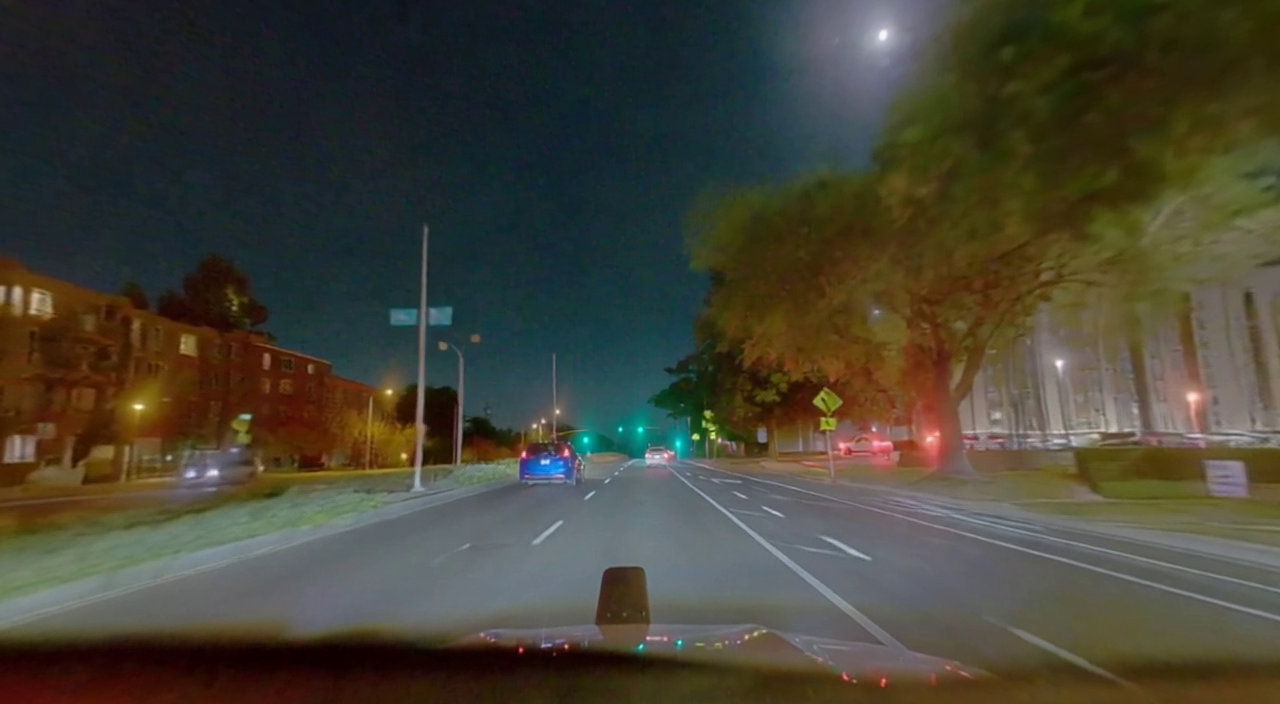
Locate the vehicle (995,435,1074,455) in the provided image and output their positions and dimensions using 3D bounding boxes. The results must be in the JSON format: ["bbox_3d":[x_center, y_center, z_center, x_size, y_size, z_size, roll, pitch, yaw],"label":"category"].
[{"bbox_3d":[29.016,6.868,46.430,4.479,1.470,1.823,-1,-9,2],"label":"vehicle"}]

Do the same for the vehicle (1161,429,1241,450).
[{"bbox_3d":[41.478,6.488,46.637,4.166,1.495,1.732,0,-10,0],"label":"vehicle"}]

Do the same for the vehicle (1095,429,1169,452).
[{"bbox_3d":[36.510,6.564,46.846,4.045,1.426,1.701,-2,-5,1],"label":"vehicle"}]

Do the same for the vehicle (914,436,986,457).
[{"bbox_3d":[22.852,6.980,46.558,4.325,1.534,1.876,0,-9,0],"label":"vehicle"}]

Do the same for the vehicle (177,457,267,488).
[{"bbox_3d":[-22.187,6.385,33.677,1.848,1.498,4.270,0,-9,1],"label":"vehicle"}]

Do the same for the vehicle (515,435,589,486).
[{"bbox_3d":[-3.317,4.214,24.722,2.150,1.812,4.423,0,-9,2],"label":"vehicle"}]
